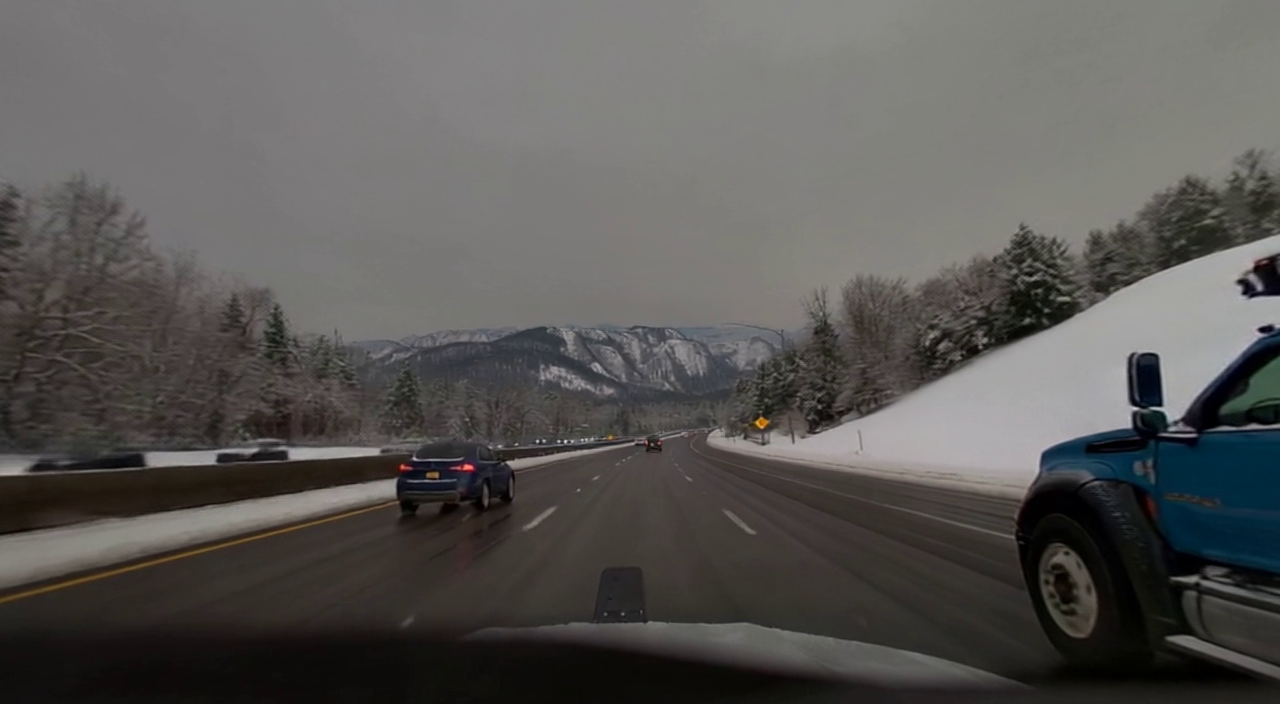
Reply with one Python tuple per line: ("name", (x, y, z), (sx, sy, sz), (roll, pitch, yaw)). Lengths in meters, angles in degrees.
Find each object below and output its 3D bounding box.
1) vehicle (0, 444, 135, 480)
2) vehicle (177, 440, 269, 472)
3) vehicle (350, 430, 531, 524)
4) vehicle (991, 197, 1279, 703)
("vehicle", (-25.786, 4.919, 28.434), (1.912, 1.437, 4.612), (0, -8, 0))
("vehicle", (-22.081, 5.518, 33.485), (1.852, 1.572, 4.337), (0, -8, 1))
("vehicle", (-3.615, 2.349, 12.413), (1.974, 1.493, 4.563), (0, -8, 1))
("vehicle", (3.646, 0.334, 0.872), (2.538, 2.228, 6.370), (0, -8, -1))
